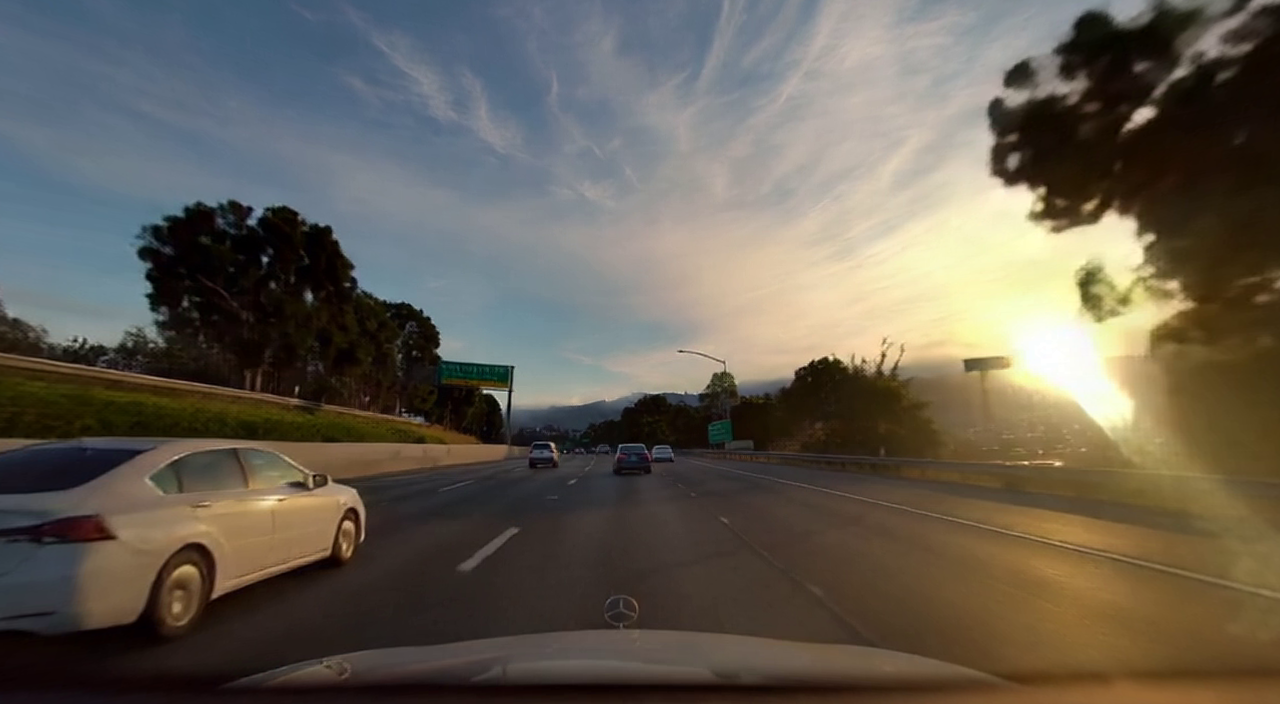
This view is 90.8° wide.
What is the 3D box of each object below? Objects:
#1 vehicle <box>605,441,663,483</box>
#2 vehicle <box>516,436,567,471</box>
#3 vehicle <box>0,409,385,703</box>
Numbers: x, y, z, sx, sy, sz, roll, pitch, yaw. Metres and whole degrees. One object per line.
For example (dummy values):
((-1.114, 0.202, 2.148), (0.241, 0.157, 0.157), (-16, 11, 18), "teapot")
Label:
((-0.336, 4.205, 24.373), (1.947, 1.437, 4.345), (0, -9, -4), "vehicle")
((-5.273, 5.506, 34.400), (2.244, 1.755, 4.417), (0, -9, -3), "vehicle")
((-4.020, 1.307, 4.862), (2.049, 1.482, 4.981), (0, -9, 0), "vehicle")
